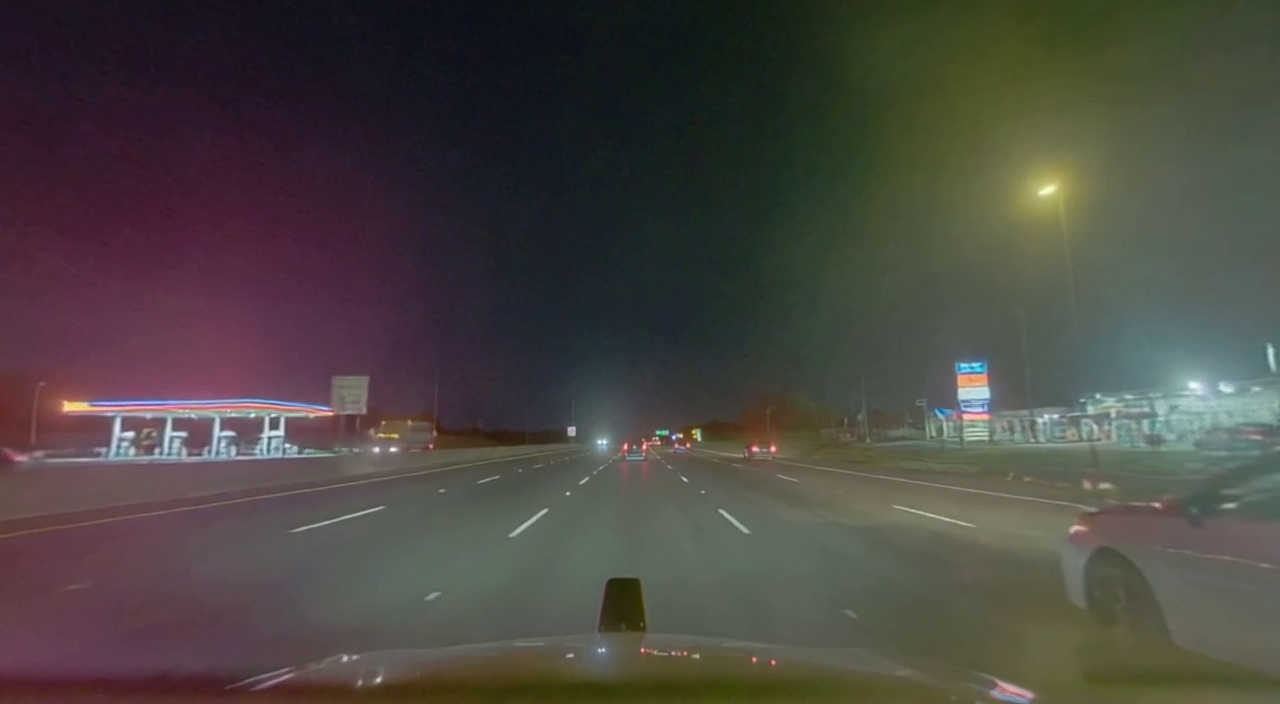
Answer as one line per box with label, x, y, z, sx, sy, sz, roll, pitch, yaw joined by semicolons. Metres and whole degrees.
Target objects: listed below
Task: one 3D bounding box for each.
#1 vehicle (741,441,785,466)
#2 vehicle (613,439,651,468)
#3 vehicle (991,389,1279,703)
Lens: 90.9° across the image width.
vehicle;7.639;6.317;39.574;1.867;1.463;4.295;0;-8;-1
vehicle;-0.448;5.592;34.925;1.999;1.473;4.351;0;-8;-1
vehicle;3.539;0.833;2.032;2.172;1.490;4.668;0;-8;1
